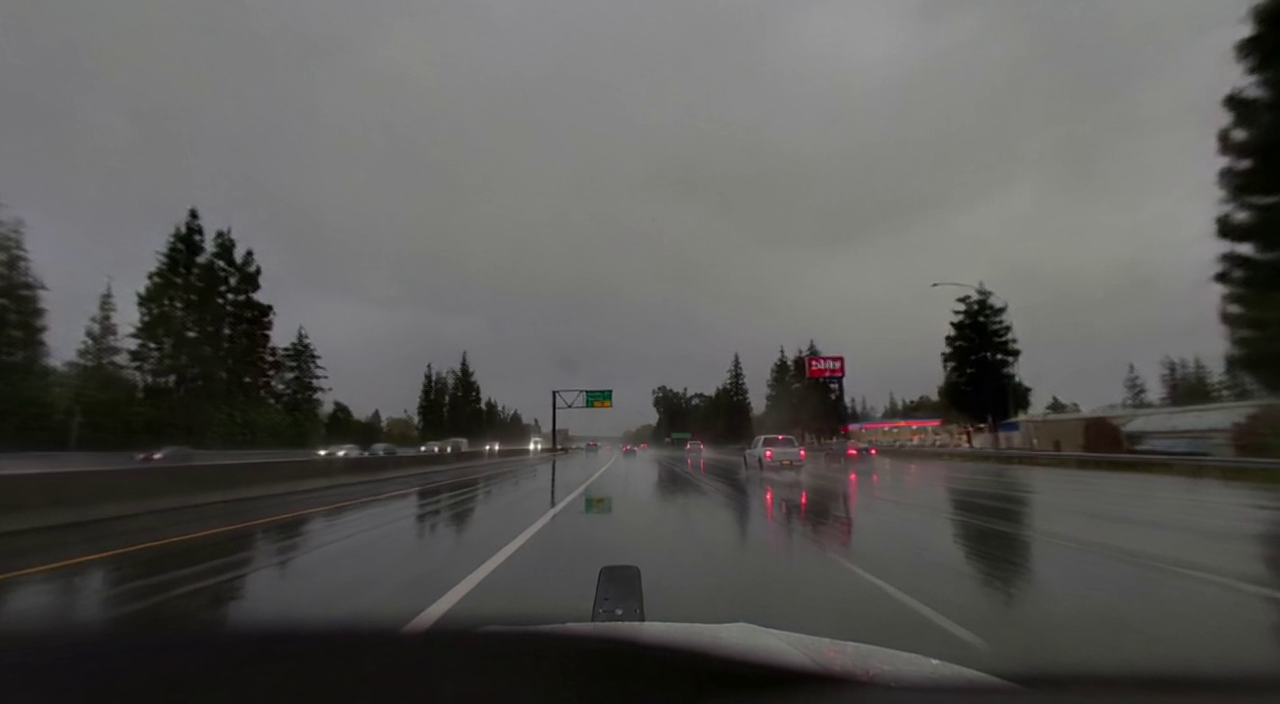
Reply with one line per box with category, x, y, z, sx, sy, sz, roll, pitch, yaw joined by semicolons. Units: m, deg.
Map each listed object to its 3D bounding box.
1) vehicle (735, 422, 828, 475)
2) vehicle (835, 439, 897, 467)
vehicle;6.989;4.940;32.335;2.779;2.339;8.073;0;-9;-1
vehicle;13.969;6.268;39.167;2.072;1.611;4.387;0;-9;-2
